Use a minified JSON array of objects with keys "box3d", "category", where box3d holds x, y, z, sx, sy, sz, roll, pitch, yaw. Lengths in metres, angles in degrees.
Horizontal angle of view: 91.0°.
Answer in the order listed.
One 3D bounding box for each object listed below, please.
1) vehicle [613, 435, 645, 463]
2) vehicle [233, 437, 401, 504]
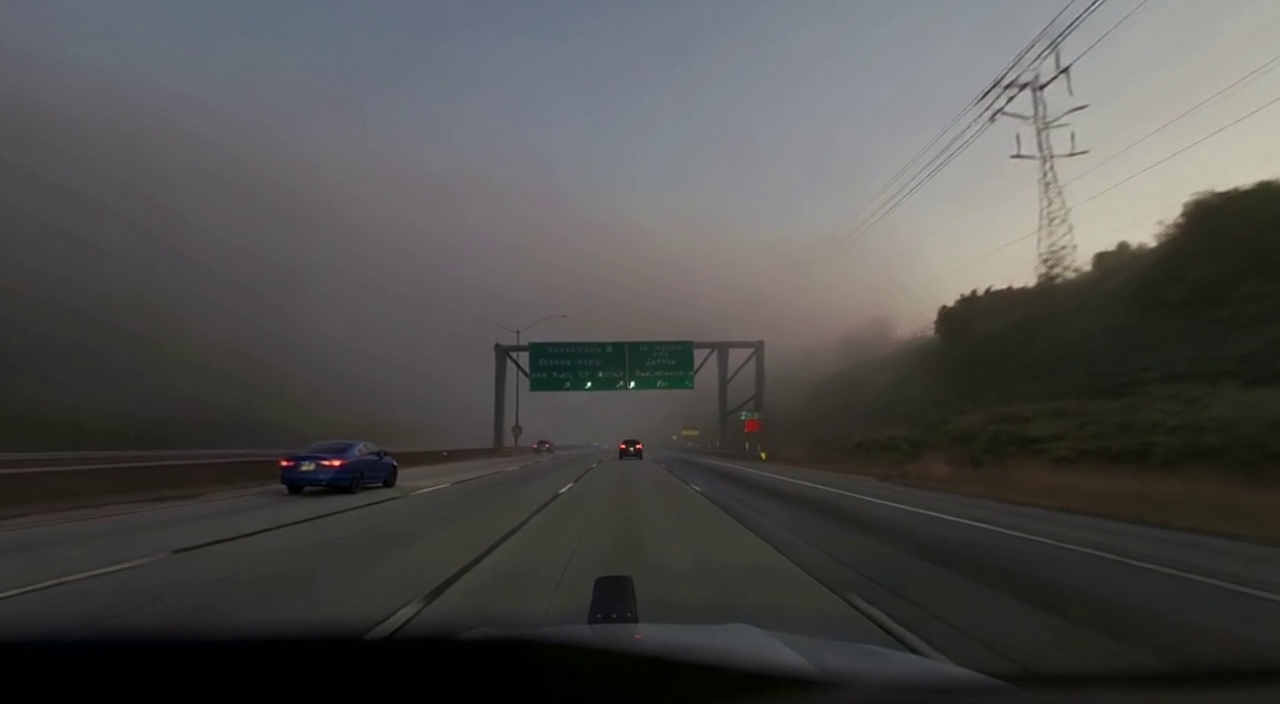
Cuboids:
[{"box3d":[-0.747,6.386,41.478,2.040,1.715,3.906,0,-8,-1],"category":"vehicle"},{"box3d":[-7.815,2.877,15.823,1.949,1.428,4.408,0,-8,-1],"category":"vehicle"}]
